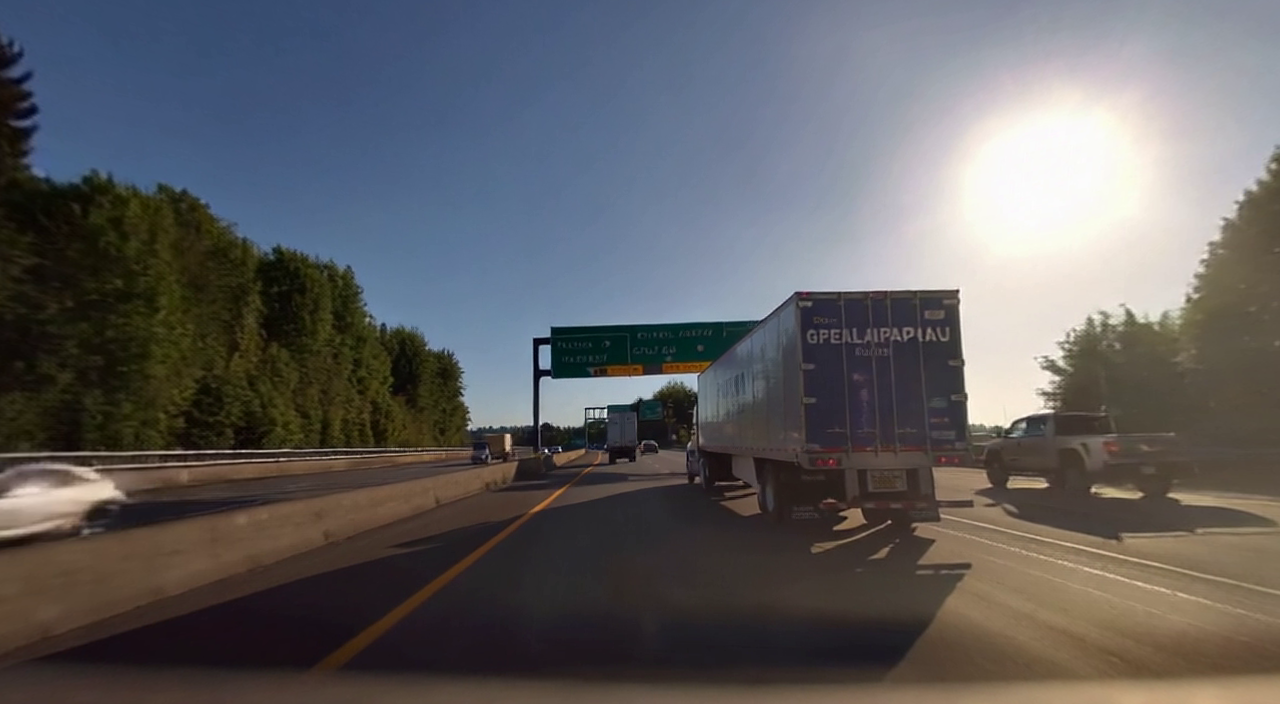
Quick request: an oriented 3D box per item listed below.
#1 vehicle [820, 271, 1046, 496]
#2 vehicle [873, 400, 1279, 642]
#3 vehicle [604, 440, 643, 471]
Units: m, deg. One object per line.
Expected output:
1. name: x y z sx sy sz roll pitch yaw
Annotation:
1. vehicle: 4.244 0.527 9.577 2.244 3.047 2.035 0 -8 -2
2. vehicle: 4.571 1.344 6.052 4.253 1.543 2.045 4 -9 -30
3. vehicle: -0.879 5.376 32.937 1.943 1.491 3.459 0 -8 -2
